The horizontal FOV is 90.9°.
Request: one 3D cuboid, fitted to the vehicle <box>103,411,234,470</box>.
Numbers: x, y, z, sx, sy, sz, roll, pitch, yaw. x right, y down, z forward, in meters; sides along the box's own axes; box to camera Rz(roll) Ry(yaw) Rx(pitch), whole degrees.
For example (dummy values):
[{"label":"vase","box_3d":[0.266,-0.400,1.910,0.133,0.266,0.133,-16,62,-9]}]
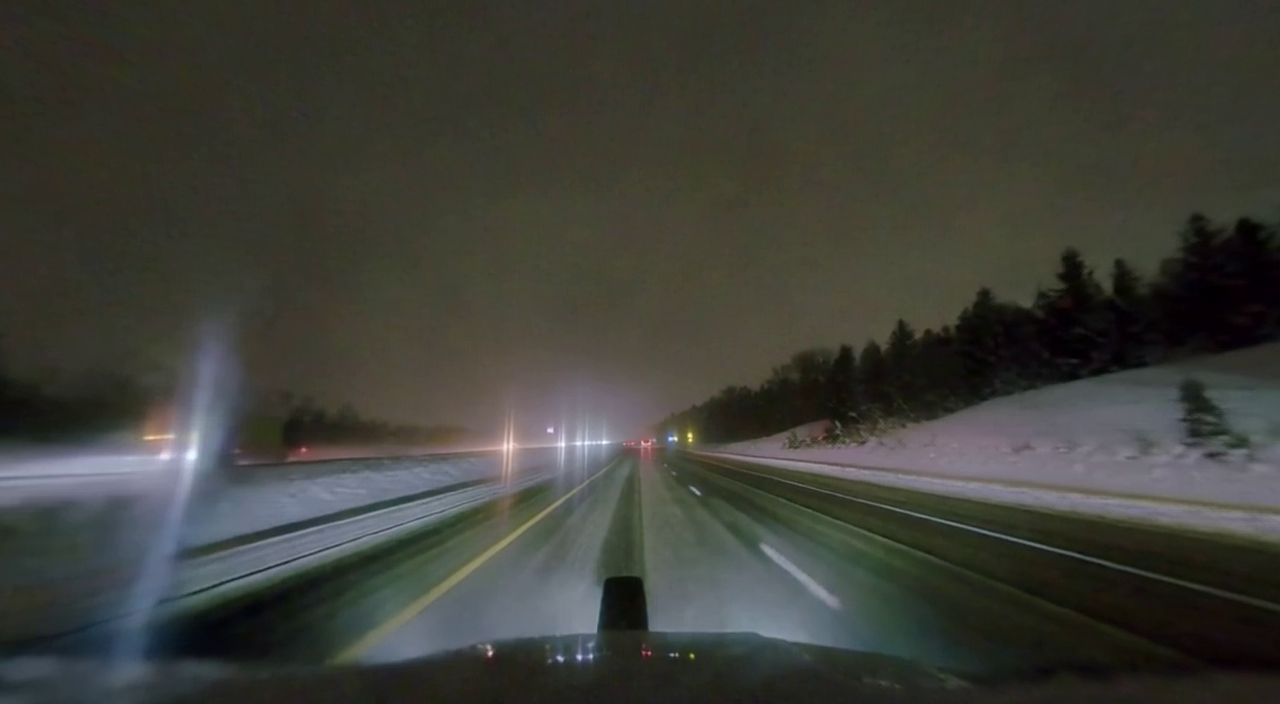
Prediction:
[{"label":"vehicle","box_3d":[-32.677,6.229,44.258,2.995,3.749,7.908,0,-8,0]}]
